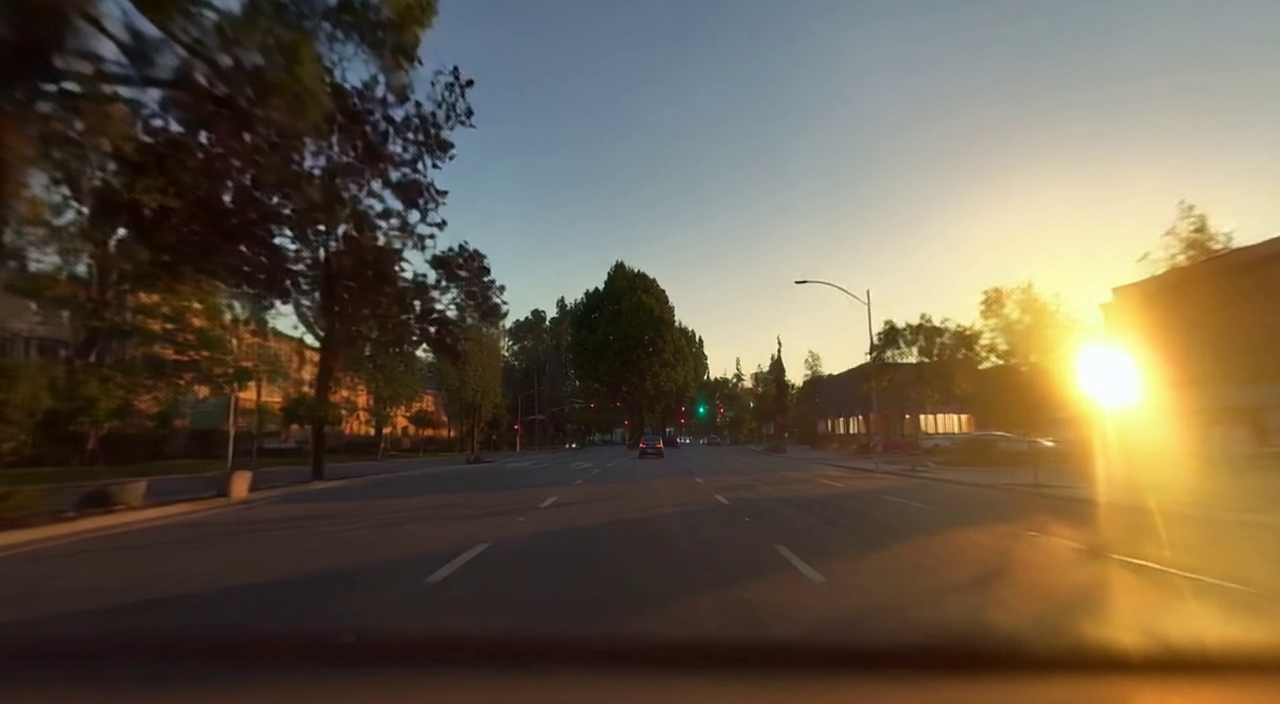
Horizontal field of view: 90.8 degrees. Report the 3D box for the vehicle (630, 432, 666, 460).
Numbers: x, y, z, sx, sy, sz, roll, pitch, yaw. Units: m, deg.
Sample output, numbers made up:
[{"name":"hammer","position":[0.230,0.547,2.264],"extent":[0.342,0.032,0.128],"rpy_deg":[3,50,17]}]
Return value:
[{"name":"vehicle","position":[0.560,5.708,38.457],"extent":[2.037,1.568,3.693],"rpy_deg":[-1,-8,3]}]
